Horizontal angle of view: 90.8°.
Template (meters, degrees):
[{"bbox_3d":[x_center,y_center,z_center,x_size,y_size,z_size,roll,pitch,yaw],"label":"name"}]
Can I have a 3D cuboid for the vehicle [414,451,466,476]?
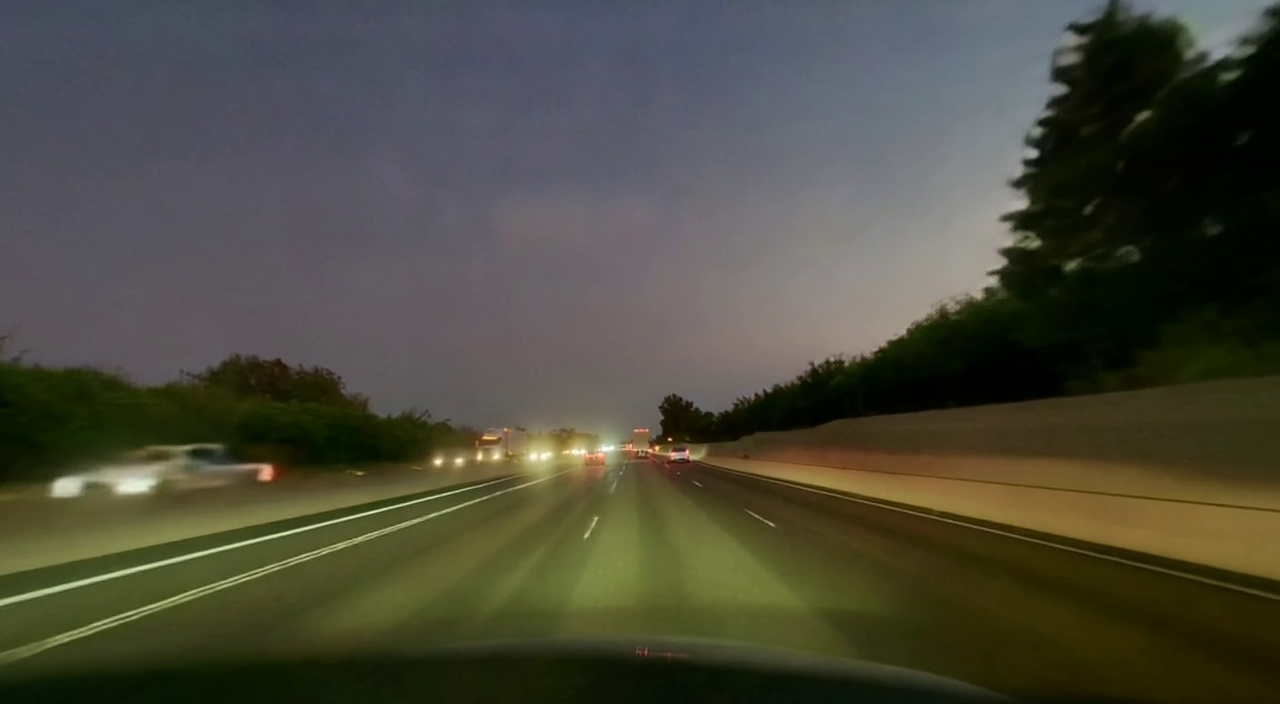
[{"bbox_3d":[-12.245,6.828,38.888,1.781,1.426,4.265,0,-9,1],"label":"vehicle"}]

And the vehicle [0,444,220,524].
[{"bbox_3d":[-12.063,2.874,14.363,2.010,1.524,4.377,0,-9,0],"label":"vehicle"}]
